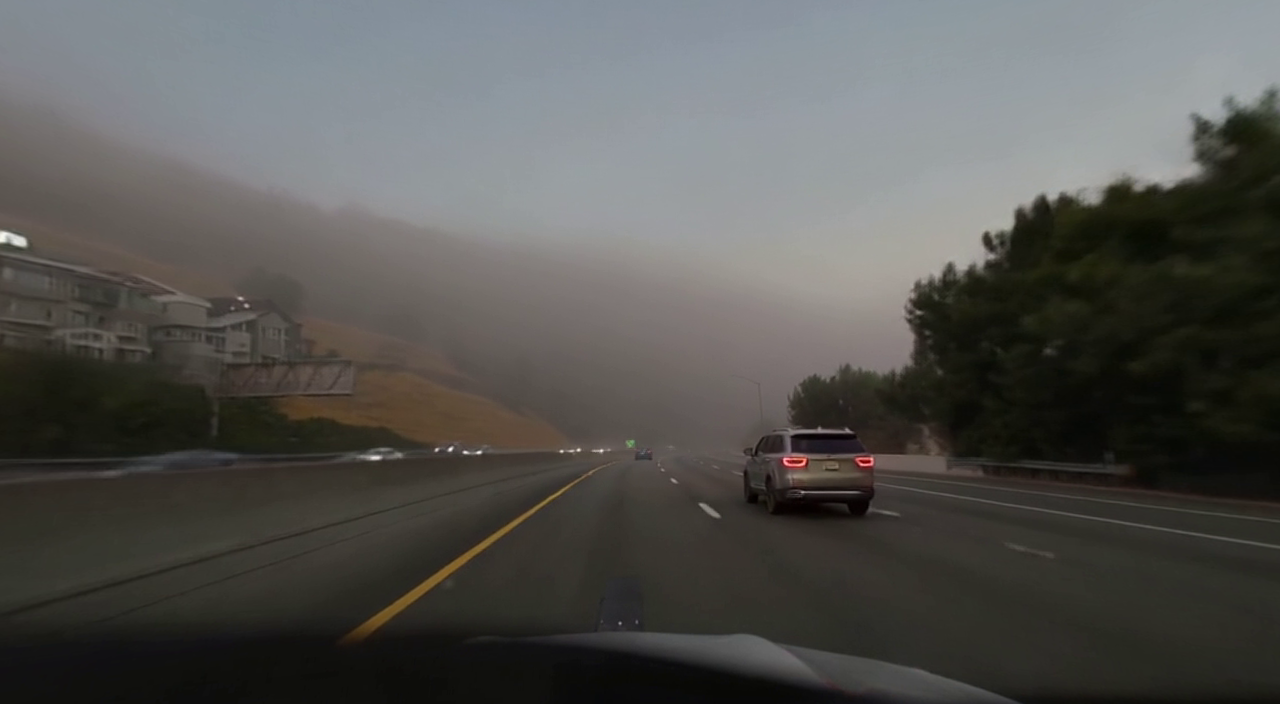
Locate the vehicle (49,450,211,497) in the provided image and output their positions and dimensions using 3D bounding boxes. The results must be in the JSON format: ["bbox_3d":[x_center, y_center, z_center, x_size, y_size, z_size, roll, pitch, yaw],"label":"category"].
[{"bbox_3d":[-18.295,4.343,22.950,1.889,1.508,4.696,0,-9,1],"label":"vehicle"}]

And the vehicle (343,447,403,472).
[{"bbox_3d":[-18.476,7.419,43.749,2.050,1.657,4.649,0,-9,1],"label":"vehicle"}]

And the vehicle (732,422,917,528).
[{"bbox_3d":[3.450,2.426,12.970,2.318,1.766,4.587,0,-9,-1],"label":"vehicle"}]
